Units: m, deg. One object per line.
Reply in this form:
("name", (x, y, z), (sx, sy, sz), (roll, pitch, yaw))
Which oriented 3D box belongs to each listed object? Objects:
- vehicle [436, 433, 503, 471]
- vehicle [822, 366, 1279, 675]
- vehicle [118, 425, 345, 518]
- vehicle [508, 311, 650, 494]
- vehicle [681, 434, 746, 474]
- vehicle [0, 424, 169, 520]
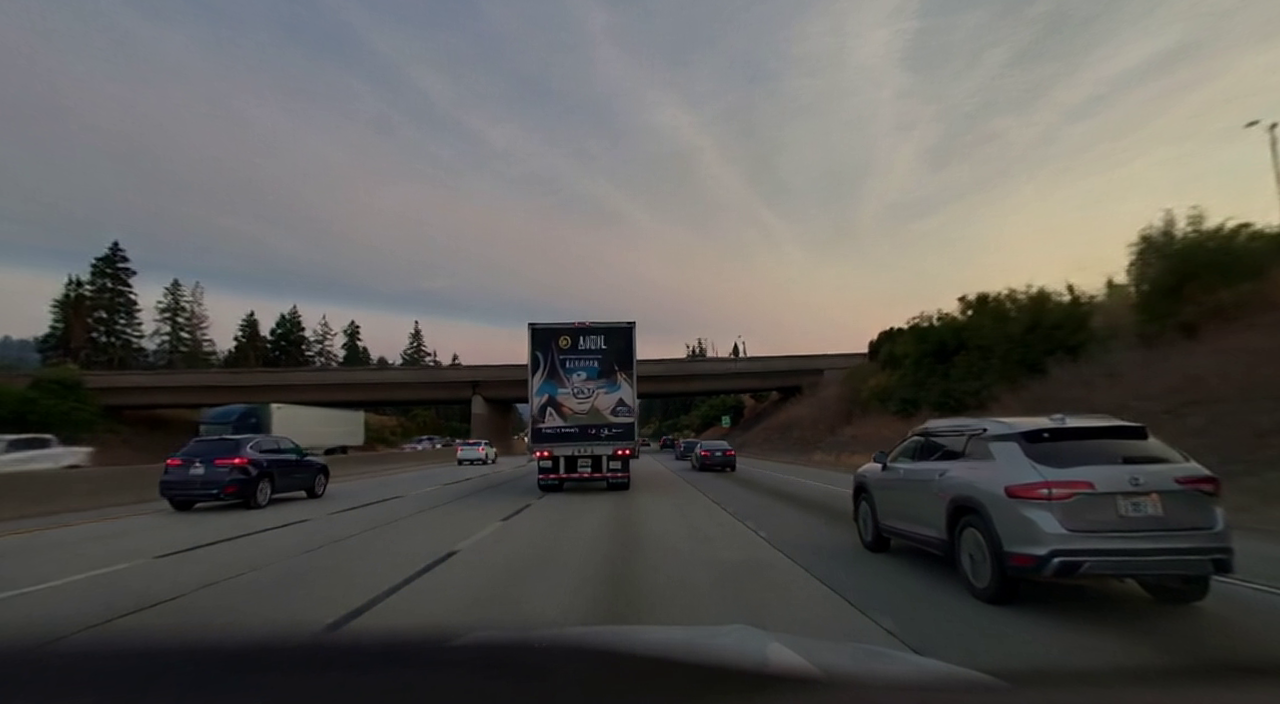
("vehicle", (-8.240, 4.846, 30.807), (2.057, 1.698, 4.550), (0, -8, 0))
("vehicle", (3.437, 1.196, 5.666), (2.118, 1.647, 4.400), (0, -8, -2))
("vehicle", (-8.456, 2.467, 13.660), (2.048, 1.652, 4.421), (0, -8, -2))
("vehicle", (-1.660, 1.692, 18.051), (2.911, 3.787, 9.905), (1, -8, -5))
("vehicle", (2.944, 4.180, 26.185), (2.003, 1.519, 4.580), (0, -8, -2))
("vehicle", (-16.556, 3.233, 17.640), (2.446, 2.276, 5.514), (0, -8, -1))
